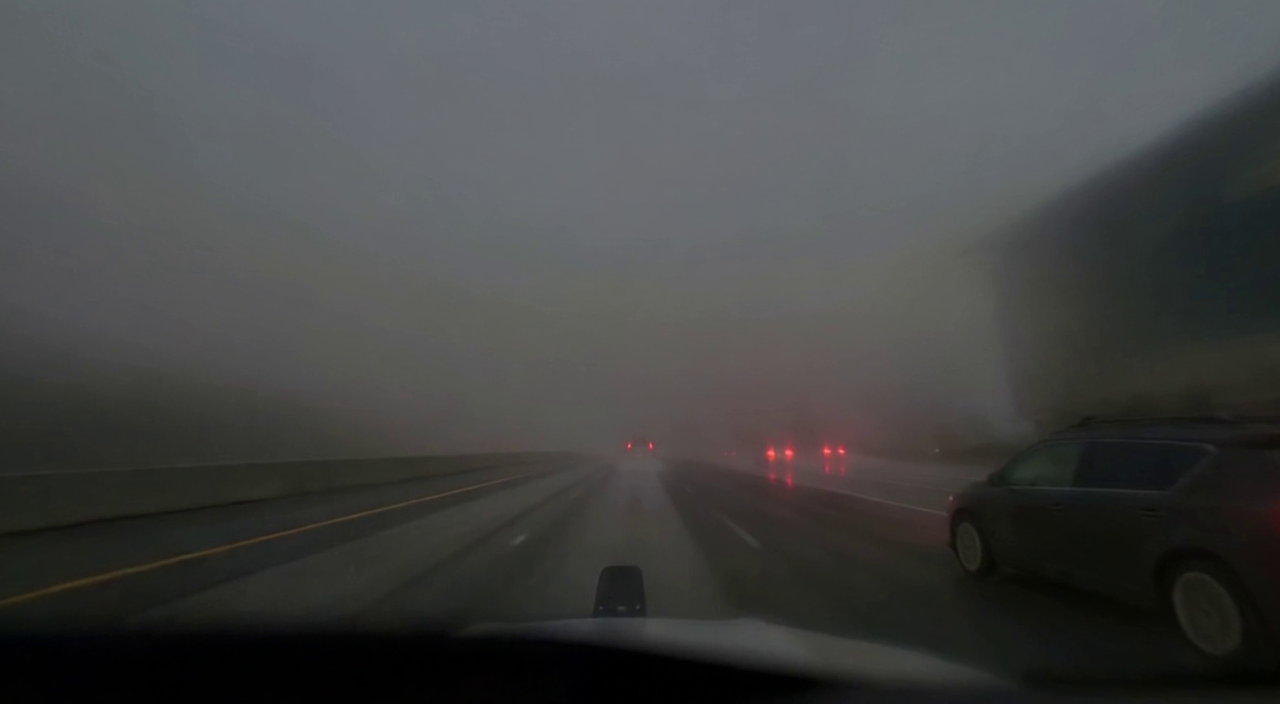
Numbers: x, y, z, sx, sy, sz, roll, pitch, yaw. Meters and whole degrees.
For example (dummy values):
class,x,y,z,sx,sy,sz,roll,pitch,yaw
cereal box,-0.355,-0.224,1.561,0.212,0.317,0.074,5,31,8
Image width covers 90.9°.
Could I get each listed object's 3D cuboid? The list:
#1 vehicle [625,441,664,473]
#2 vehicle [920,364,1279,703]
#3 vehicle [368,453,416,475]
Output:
class,x,y,z,sx,sy,sz,roll,pitch,yaw
vehicle,0.228,5.808,34.836,2.015,1.639,4.086,0,-9,0
vehicle,3.927,1.041,3.994,2.008,1.595,5.082,0,-9,1
vehicle,-19.545,8.847,49.922,1.884,1.642,4.551,0,-9,1
